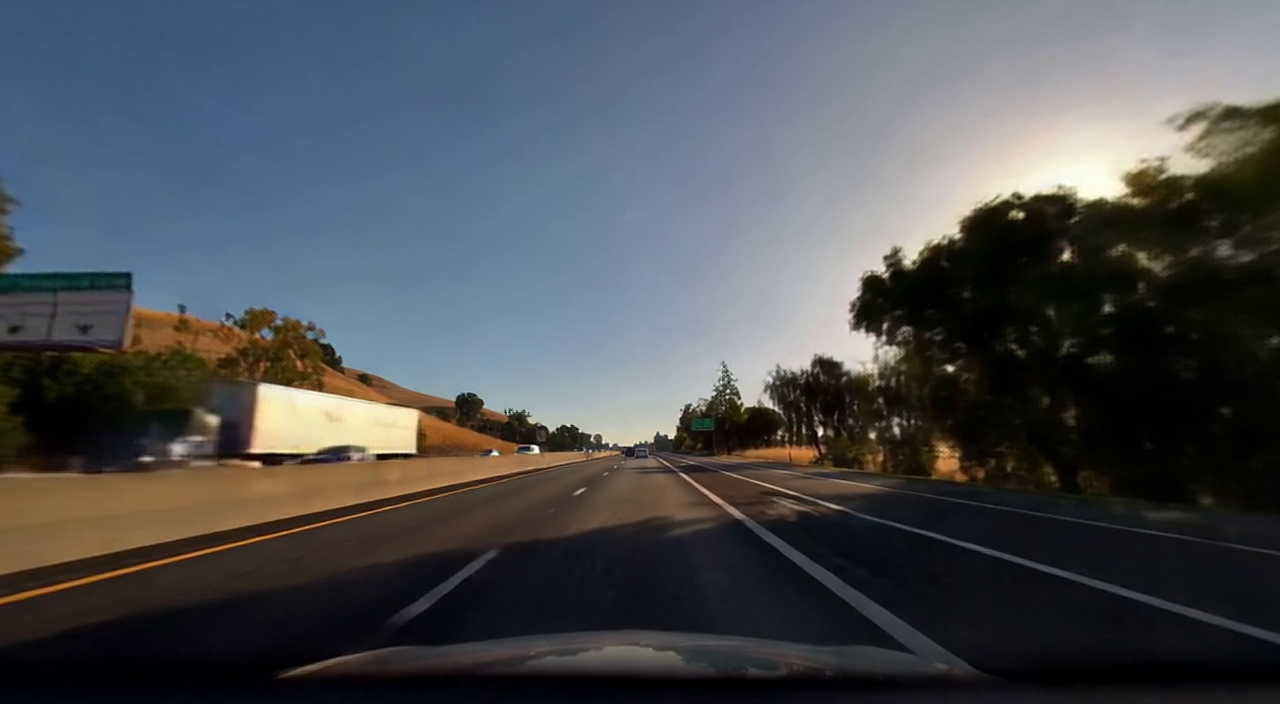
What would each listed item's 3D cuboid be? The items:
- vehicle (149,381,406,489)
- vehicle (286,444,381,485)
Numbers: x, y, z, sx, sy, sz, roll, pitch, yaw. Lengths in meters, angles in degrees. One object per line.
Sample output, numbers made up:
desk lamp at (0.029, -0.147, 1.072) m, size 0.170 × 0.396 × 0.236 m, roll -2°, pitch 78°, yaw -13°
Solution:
vehicle at (-16.424, 4.346, 31.543) m, size 2.992 × 3.968 × 16.690 m, roll 0°, pitch -9°, yaw 0°
vehicle at (-12.346, 4.549, 25.716) m, size 1.824 × 1.517 × 3.985 m, roll 0°, pitch -9°, yaw 0°
